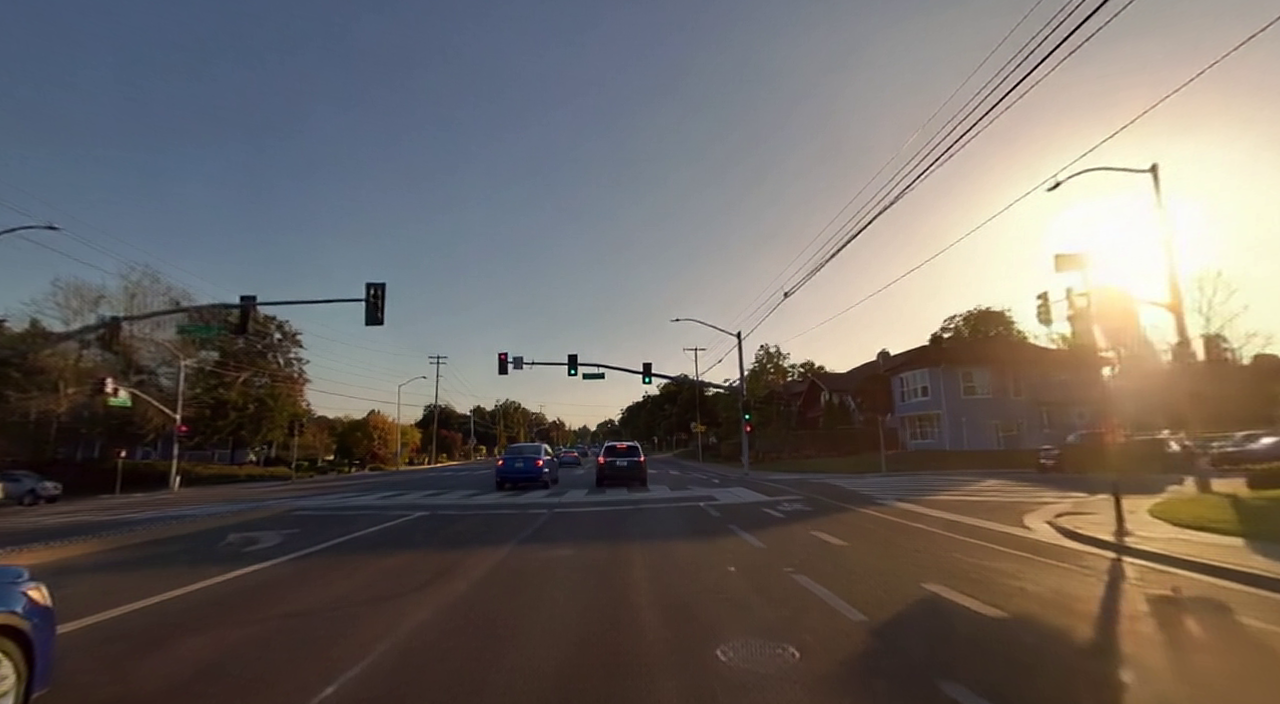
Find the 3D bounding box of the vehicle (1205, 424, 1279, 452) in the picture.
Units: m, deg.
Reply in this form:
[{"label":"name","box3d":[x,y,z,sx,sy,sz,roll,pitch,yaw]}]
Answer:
[{"label":"vehicle","box3d":[32.659,4.648,33.909,1.754,1.414,3.590,-2,-9,12]}]

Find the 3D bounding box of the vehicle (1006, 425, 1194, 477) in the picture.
[{"label":"vehicle","box3d":[18.499,4.008,25.781,5.652,1.990,2.190,-2,-9,12]}]

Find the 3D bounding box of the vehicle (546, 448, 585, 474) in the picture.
[{"label":"vehicle","box3d":[-4.402,6.472,37.799,1.863,1.449,4.153,0,-8,-1]}]

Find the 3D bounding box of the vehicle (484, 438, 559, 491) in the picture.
[{"label":"vehicle","box3d":[-4.103,3.960,22.560,1.899,1.685,4.121,0,-9,-1]}]

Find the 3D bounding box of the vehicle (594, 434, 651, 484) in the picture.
[{"label":"vehicle","box3d":[-0.741,4.361,25.999,2.155,1.836,4.250,0,-9,-2]}]

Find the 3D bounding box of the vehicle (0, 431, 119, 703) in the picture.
[{"label":"vehicle","box3d":[-3.199,0.721,0.431,1.901,1.409,4.442,0,-9,0]}]
